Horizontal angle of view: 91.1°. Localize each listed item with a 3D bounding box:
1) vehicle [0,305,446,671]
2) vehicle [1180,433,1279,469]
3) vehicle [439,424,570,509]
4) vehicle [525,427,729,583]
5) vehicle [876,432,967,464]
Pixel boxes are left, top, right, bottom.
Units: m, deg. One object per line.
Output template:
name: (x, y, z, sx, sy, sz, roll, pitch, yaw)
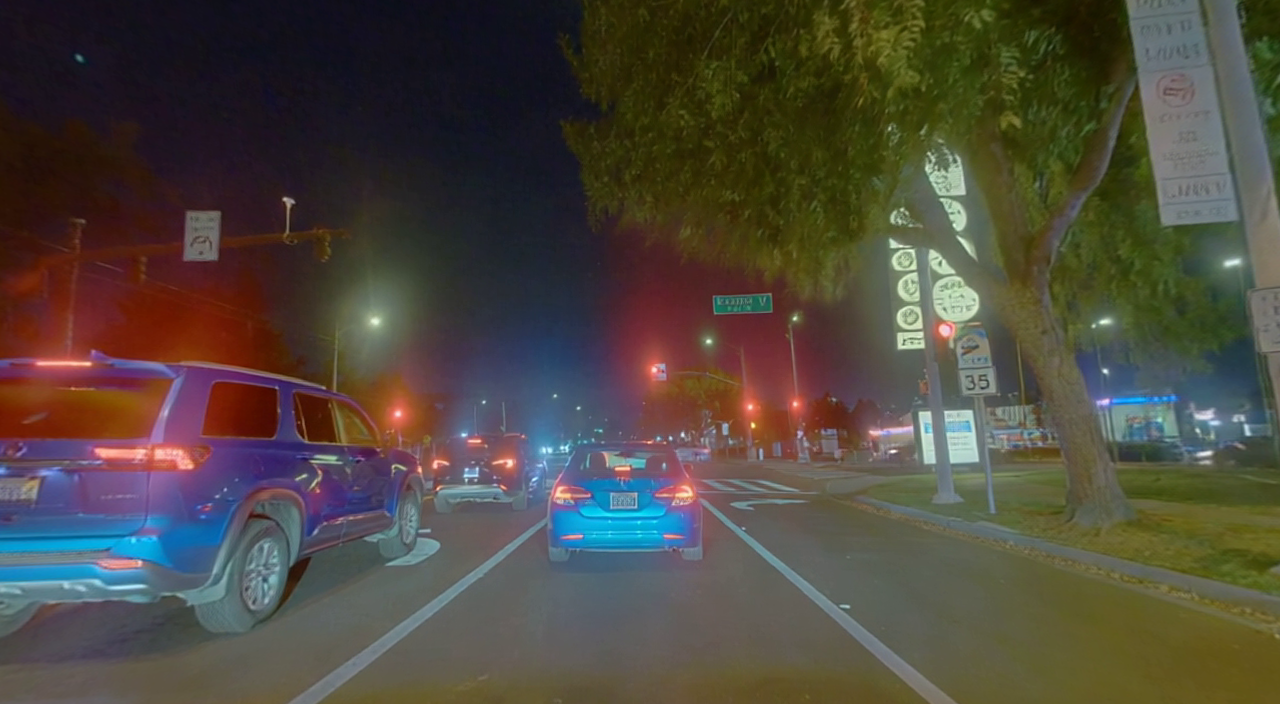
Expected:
vehicle: (-3.821, 1.134, 6.220, 2.152, 2.118, 5.066, 0, -8, 0)
vehicle: (26.805, 4.278, 27.104, 1.845, 1.476, 4.809, 3, -9, -23)
vehicle: (-2.927, 2.593, 14.605, 2.047, 1.664, 4.148, 0, -8, 1)
vehicle: (-0.167, 1.787, 8.194, 1.966, 1.481, 4.146, 0, -8, -1)
vehicle: (15.752, 5.400, 35.360, 4.116, 1.719, 2.069, -1, -9, 5)
